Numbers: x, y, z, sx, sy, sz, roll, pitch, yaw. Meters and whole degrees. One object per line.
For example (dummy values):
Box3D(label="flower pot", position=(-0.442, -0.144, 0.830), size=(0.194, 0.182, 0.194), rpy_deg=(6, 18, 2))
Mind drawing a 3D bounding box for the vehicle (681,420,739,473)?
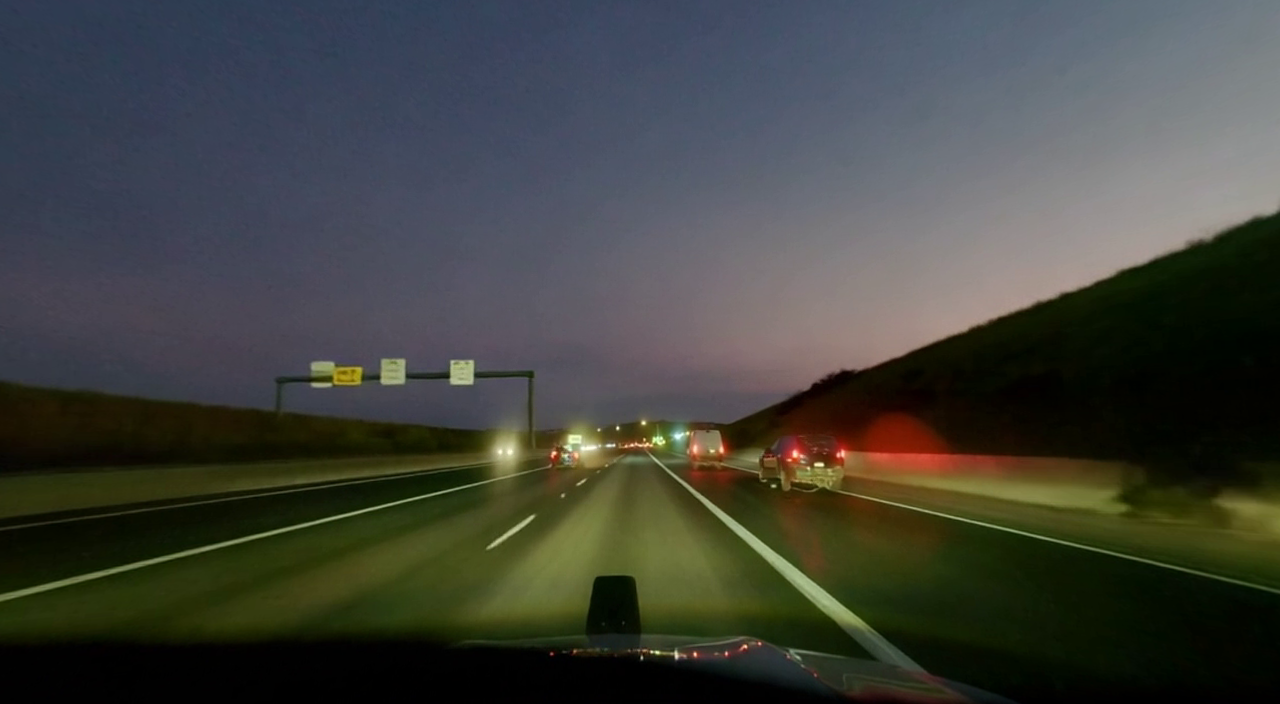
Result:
Box3D(label="vehicle", position=(3.752, 5.246, 34.898), size=(2.361, 2.636, 5.684), rpy_deg=(0, -9, -1))

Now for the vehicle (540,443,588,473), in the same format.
Box3D(label="vehicle", position=(-4.079, 5.780, 34.454), size=(2.054, 1.529, 4.368), rpy_deg=(0, -9, 1))
